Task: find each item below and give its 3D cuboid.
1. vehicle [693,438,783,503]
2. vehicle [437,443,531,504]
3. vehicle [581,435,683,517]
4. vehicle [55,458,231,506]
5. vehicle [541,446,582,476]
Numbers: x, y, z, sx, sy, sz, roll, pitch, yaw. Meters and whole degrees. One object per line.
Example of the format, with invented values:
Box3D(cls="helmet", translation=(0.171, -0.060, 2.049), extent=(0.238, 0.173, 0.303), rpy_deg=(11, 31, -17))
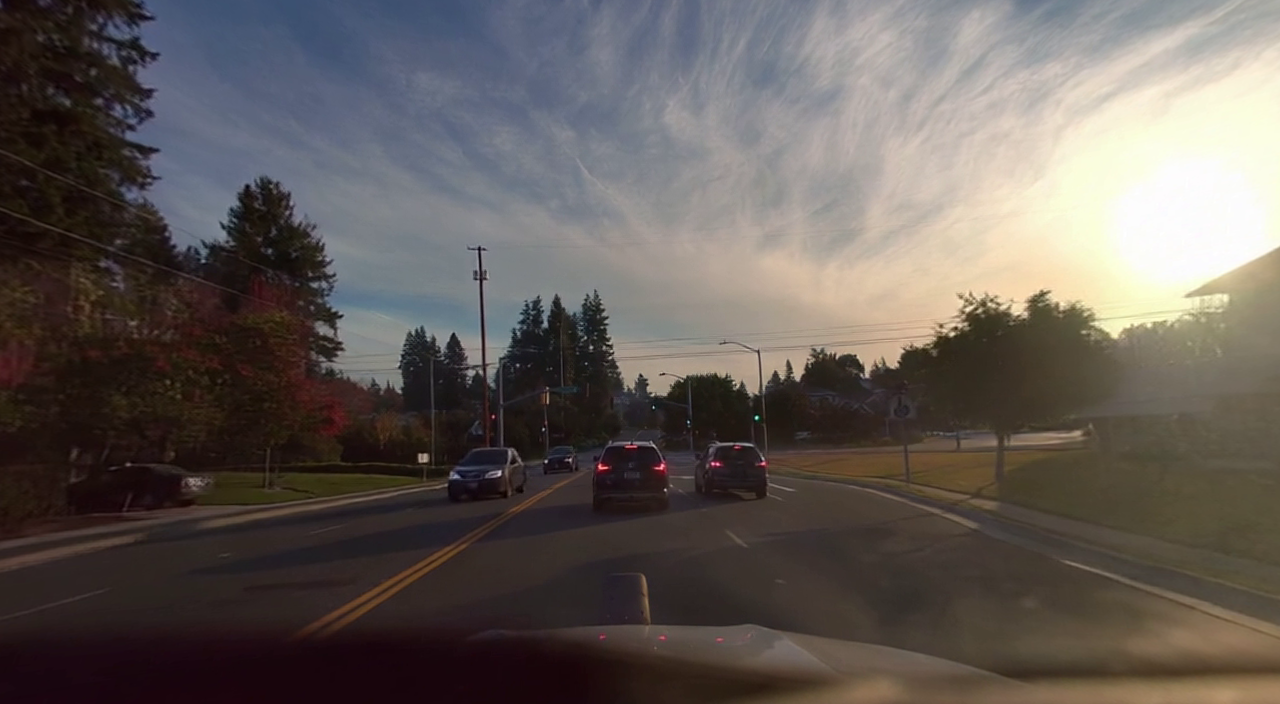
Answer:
Box3D(cls="vehicle", translation=(2.832, 3.547, 19.320), extent=(1.967, 1.756, 4.281), rpy_deg=(0, -8, -1))
Box3D(cls="vehicle", translation=(-4.817, 3.782, 20.080), extent=(2.063, 1.727, 3.923), rpy_deg=(0, -8, -1))
Box3D(cls="vehicle", translation=(-0.196, 2.941, 15.458), extent=(2.151, 1.695, 4.100), rpy_deg=(0, -8, -1))
Box3D(cls="vehicle", translation=(-16.493, 4.308, 21.084), extent=(4.245, 1.446, 1.827), rpy_deg=(0, -8, -2))
Box3D(cls="vehicle", translation=(-5.314, 7.427, 43.334), extent=(2.197, 1.882, 4.973), rpy_deg=(0, -8, 0))
